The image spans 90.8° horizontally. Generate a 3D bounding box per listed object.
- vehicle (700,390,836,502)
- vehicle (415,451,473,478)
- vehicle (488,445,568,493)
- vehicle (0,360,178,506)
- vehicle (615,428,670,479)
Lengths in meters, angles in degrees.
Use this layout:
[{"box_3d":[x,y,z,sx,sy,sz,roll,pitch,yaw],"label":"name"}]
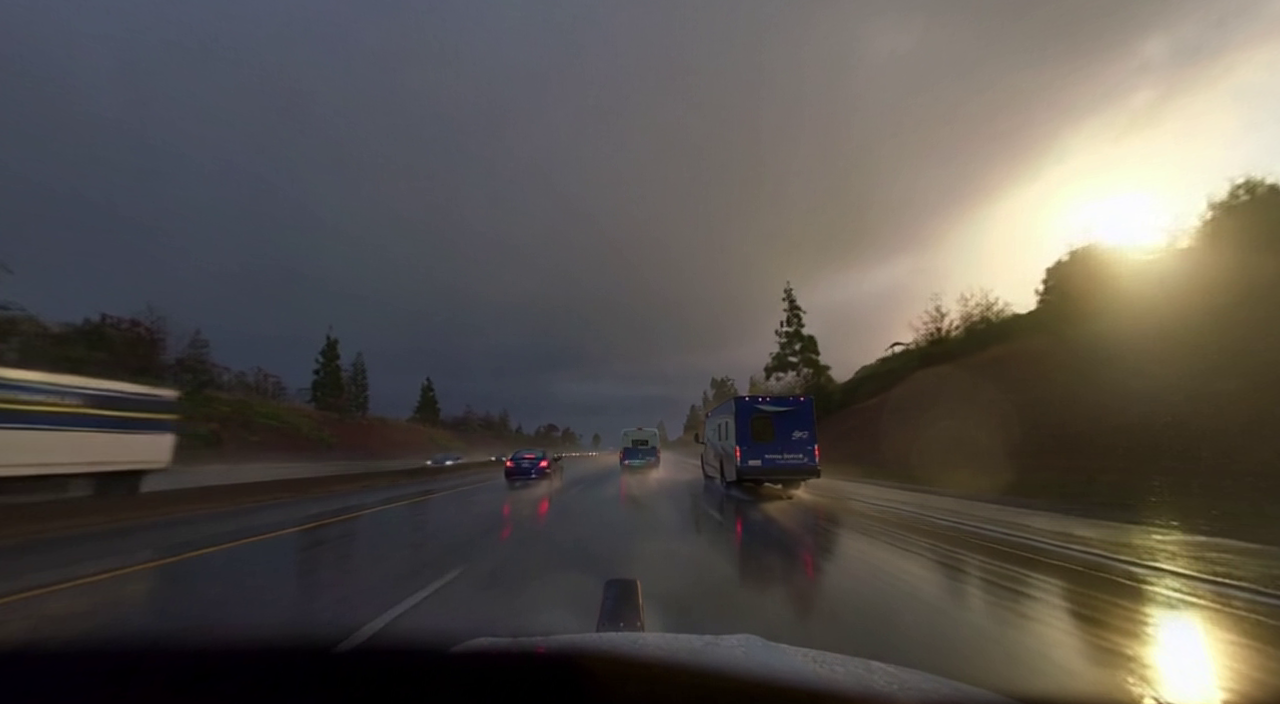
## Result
[{"box_3d":[3.691,3.001,20.210,2.607,2.910,7.252,0,-9,-2],"label":"vehicle"},{"box_3d":[-11.456,6.560,37.132,1.966,1.453,4.217,0,-9,1],"label":"vehicle"},{"box_3d":[-3.846,4.094,22.509,1.959,1.502,4.559,0,-9,0],"label":"vehicle"},{"box_3d":[-19.602,2.215,17.365,2.914,4.094,14.271,0,-9,0],"label":"vehicle"},{"box_3d":[0.093,5.036,31.342,2.524,2.310,4.986,0,-9,0],"label":"vehicle"}]
